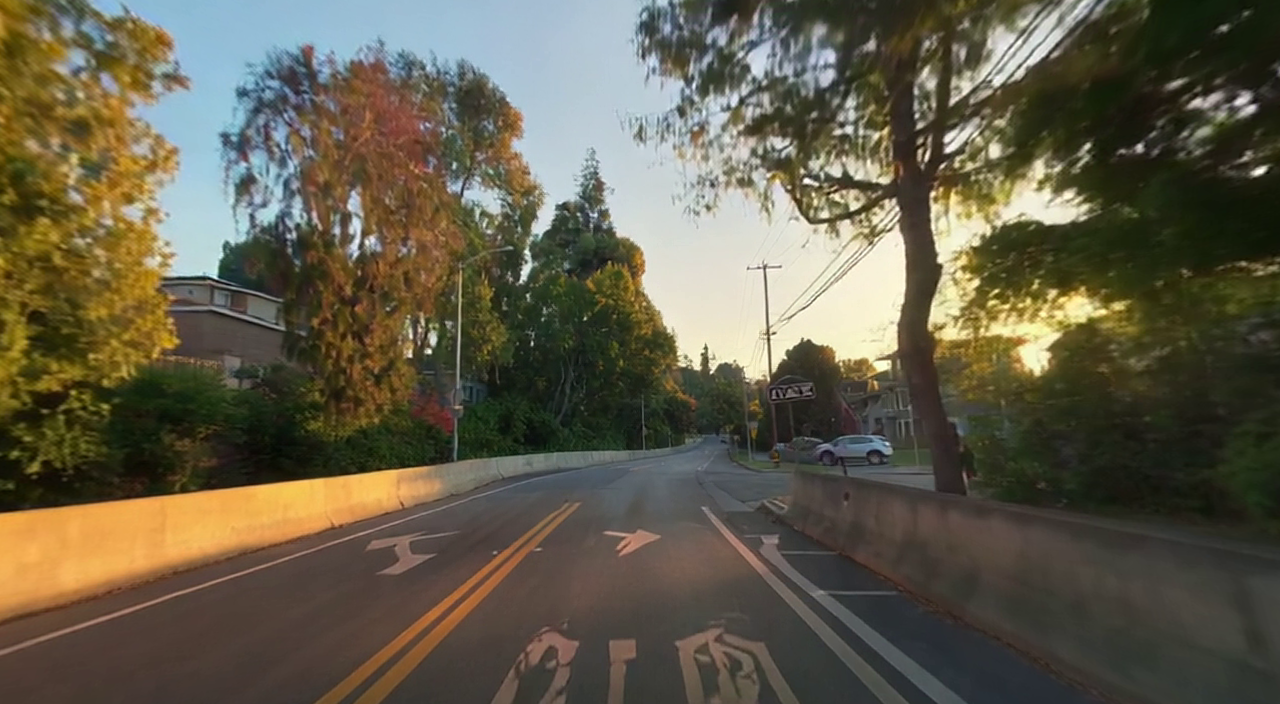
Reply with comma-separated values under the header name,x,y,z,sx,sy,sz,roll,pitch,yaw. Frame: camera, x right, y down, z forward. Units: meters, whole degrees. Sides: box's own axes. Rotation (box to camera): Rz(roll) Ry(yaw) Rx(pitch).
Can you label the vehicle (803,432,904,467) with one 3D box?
name,x,y,z,sx,sy,sz,roll,pitch,yaw
vehicle,11.007,5.055,32.764,4.614,1.764,1.860,-1,-8,5
